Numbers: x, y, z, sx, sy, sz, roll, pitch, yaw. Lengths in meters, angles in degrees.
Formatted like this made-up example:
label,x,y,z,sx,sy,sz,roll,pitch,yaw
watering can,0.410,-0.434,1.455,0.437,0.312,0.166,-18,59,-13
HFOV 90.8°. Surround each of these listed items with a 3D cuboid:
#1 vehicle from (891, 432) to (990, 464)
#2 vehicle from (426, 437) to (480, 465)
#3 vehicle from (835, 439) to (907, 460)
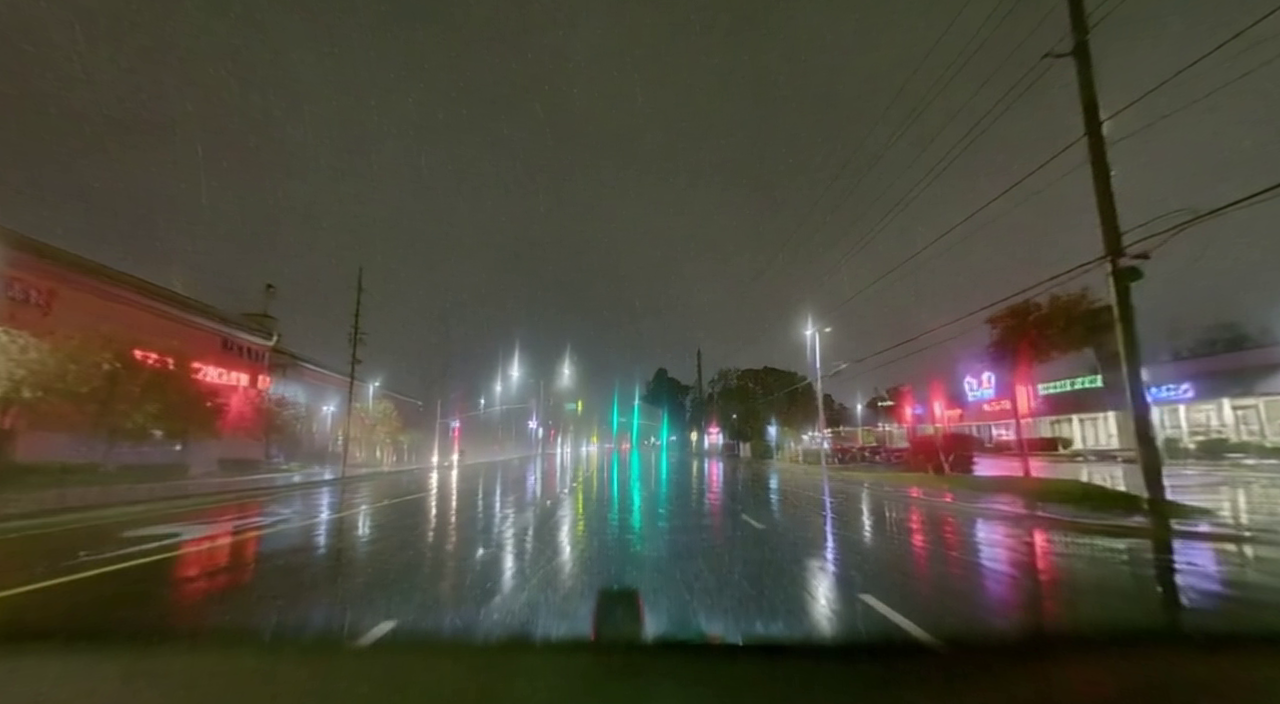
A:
label,x,y,z,sx,sy,sz,roll,pitch,yaw
vehicle,17.032,5.485,35.973,4.634,1.745,1.893,0,-8,0
vehicle,-12.700,6.744,43.327,2.187,1.776,4.832,0,-8,0
vehicle,17.084,7.201,46.827,4.564,1.522,1.851,1,-8,-8
